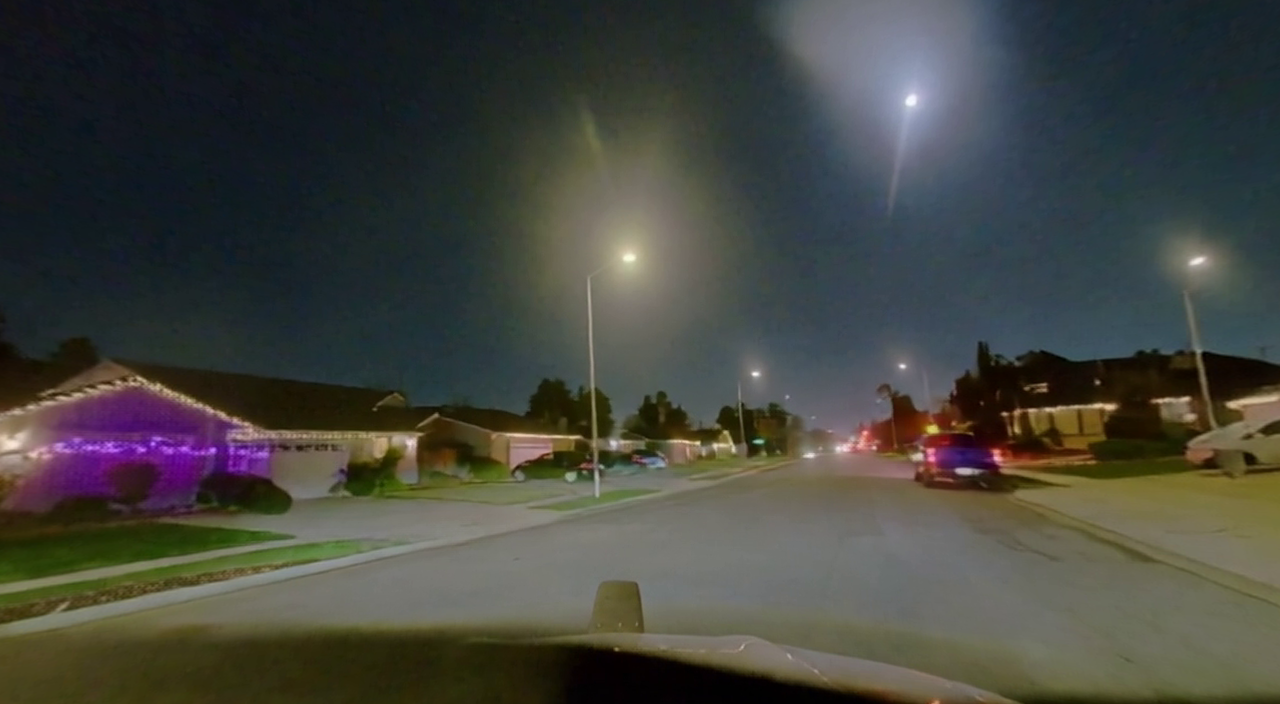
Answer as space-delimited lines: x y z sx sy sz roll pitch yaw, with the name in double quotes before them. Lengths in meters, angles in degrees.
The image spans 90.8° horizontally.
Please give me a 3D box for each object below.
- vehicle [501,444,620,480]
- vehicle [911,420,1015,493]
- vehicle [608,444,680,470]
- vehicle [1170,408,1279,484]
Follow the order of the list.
"vehicle" -3.516 4.831 27.938 4.916 1.485 1.807 -3 -9 18
"vehicle" 10.354 3.340 20.661 2.552 2.024 5.414 -4 -9 23
"vehicle" 0.260 6.791 40.970 4.319 1.605 1.770 -3 -9 16
"vehicle" 14.185 1.966 13.369 3.984 1.515 1.903 -2 -8 11
